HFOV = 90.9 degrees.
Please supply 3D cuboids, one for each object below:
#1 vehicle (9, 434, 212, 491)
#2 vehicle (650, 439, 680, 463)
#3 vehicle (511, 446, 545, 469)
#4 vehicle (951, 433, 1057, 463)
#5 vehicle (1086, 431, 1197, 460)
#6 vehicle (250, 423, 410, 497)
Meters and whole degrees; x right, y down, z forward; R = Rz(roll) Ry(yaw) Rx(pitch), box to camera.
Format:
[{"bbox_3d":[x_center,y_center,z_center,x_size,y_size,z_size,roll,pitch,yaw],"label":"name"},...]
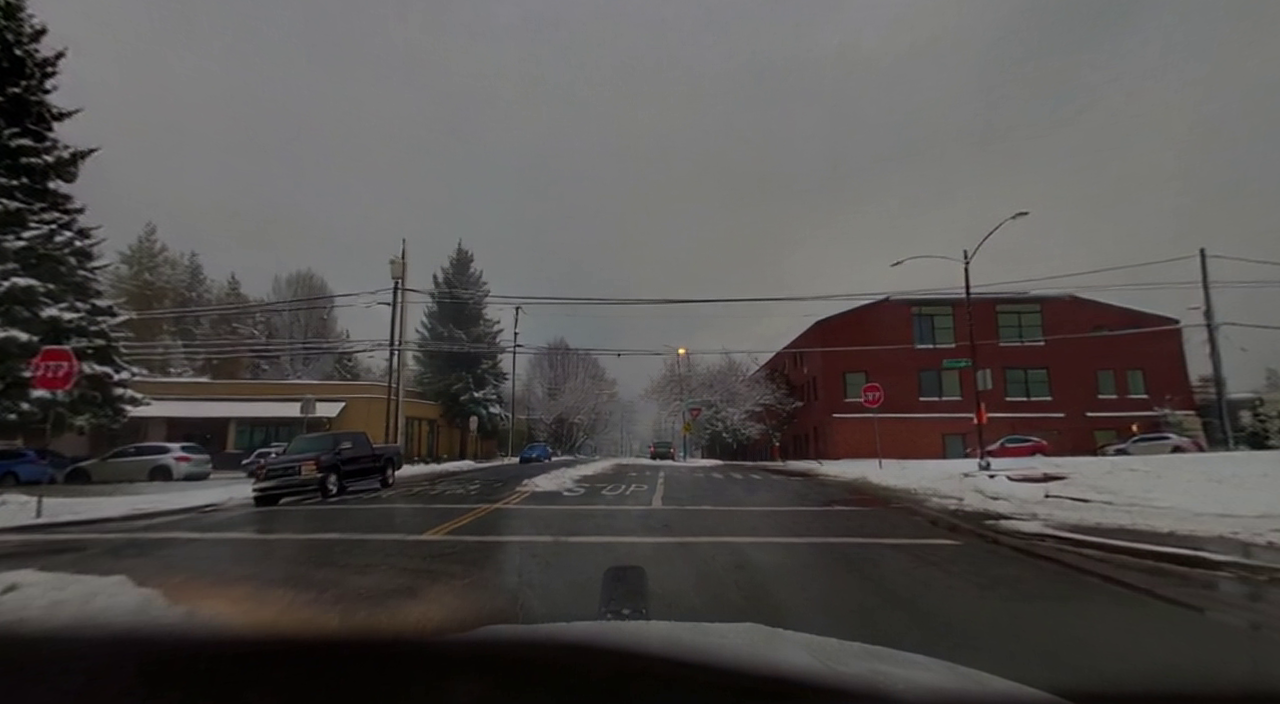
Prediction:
[{"bbox_3d":[-16.892,3.455,20.350,2.010,1.583,4.582,-6,-9,37],"label":"vehicle"},{"bbox_3d":[1.721,6.973,44.657,1.851,1.471,4.372,0,-7,-1],"label":"vehicle"},{"bbox_3d":[-8.492,7.985,47.921,1.904,1.475,3.784,0,-5,0],"label":"vehicle"},{"bbox_3d":[19.495,5.130,33.910,4.528,1.458,1.939,0,-6,-2],"label":"vehicle"},{"bbox_3d":[26.973,5.013,33.994,4.323,1.507,1.896,0,-7,-1],"label":"vehicle"},{"bbox_3d":[-7.928,2.823,16.794,2.156,1.620,4.945,0,-9,-6],"label":"vehicle"}]
